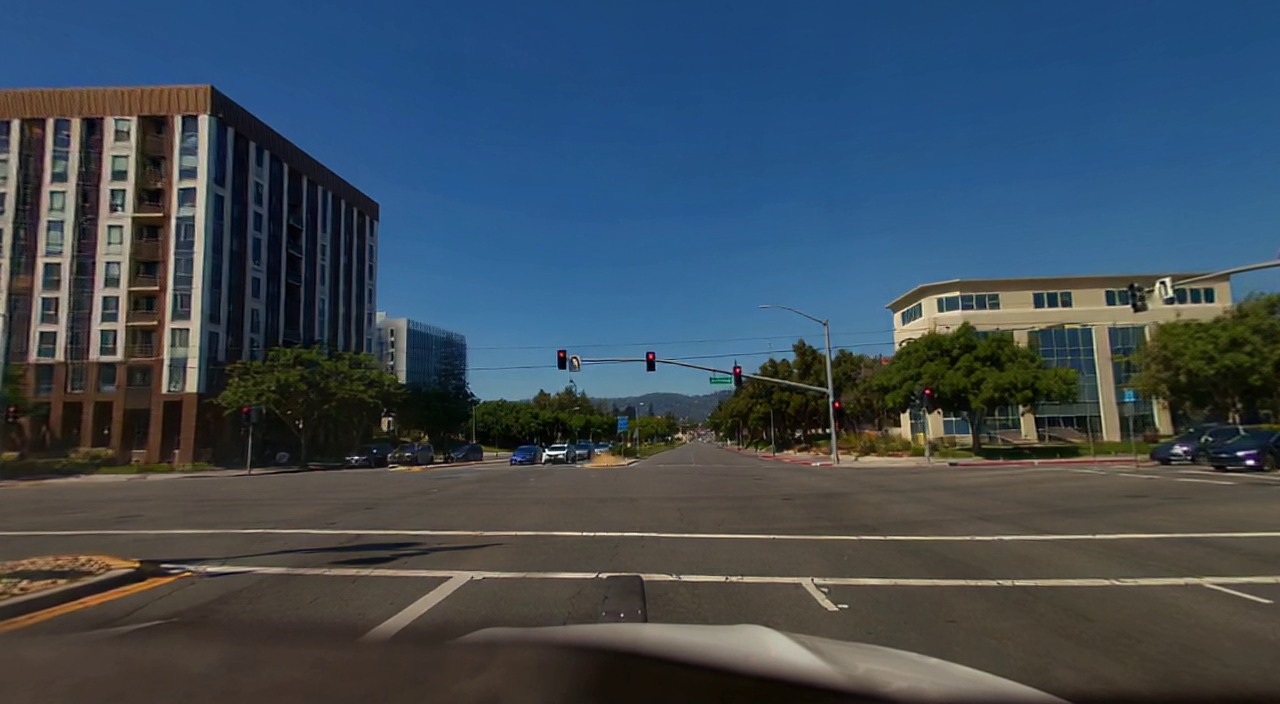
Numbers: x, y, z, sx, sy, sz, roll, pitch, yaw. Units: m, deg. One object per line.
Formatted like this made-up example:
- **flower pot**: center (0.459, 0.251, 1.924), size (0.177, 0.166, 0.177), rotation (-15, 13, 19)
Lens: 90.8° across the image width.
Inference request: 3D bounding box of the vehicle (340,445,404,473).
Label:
- **vehicle**: center (-18.555, 7.418, 44.094), size (2.237, 1.842, 5.116), rotation (0, -9, 0)

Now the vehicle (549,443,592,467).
- **vehicle**: center (-4.510, 6.742, 41.669), size (2.109, 1.461, 4.637), rotation (-1, -9, 2)

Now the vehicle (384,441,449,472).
- **vehicle**: center (-15.144, 7.127, 43.249), size (2.340, 1.946, 5.450), rotation (-1, -9, 1)

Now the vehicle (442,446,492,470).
- **vehicle**: center (-11.651, 7.152, 42.820), size (2.003, 1.476, 4.297), rotation (-1, -9, 2)

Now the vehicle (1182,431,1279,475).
- **vehicle**: center (22.315, 3.564, 22.373), size (4.474, 1.477, 1.908), rotation (0, -9, -3)

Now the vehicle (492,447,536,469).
- **vehicle**: center (-8.088, 6.824, 40.829), size (1.910, 1.288, 4.093), rotation (-1, -9, 1)
